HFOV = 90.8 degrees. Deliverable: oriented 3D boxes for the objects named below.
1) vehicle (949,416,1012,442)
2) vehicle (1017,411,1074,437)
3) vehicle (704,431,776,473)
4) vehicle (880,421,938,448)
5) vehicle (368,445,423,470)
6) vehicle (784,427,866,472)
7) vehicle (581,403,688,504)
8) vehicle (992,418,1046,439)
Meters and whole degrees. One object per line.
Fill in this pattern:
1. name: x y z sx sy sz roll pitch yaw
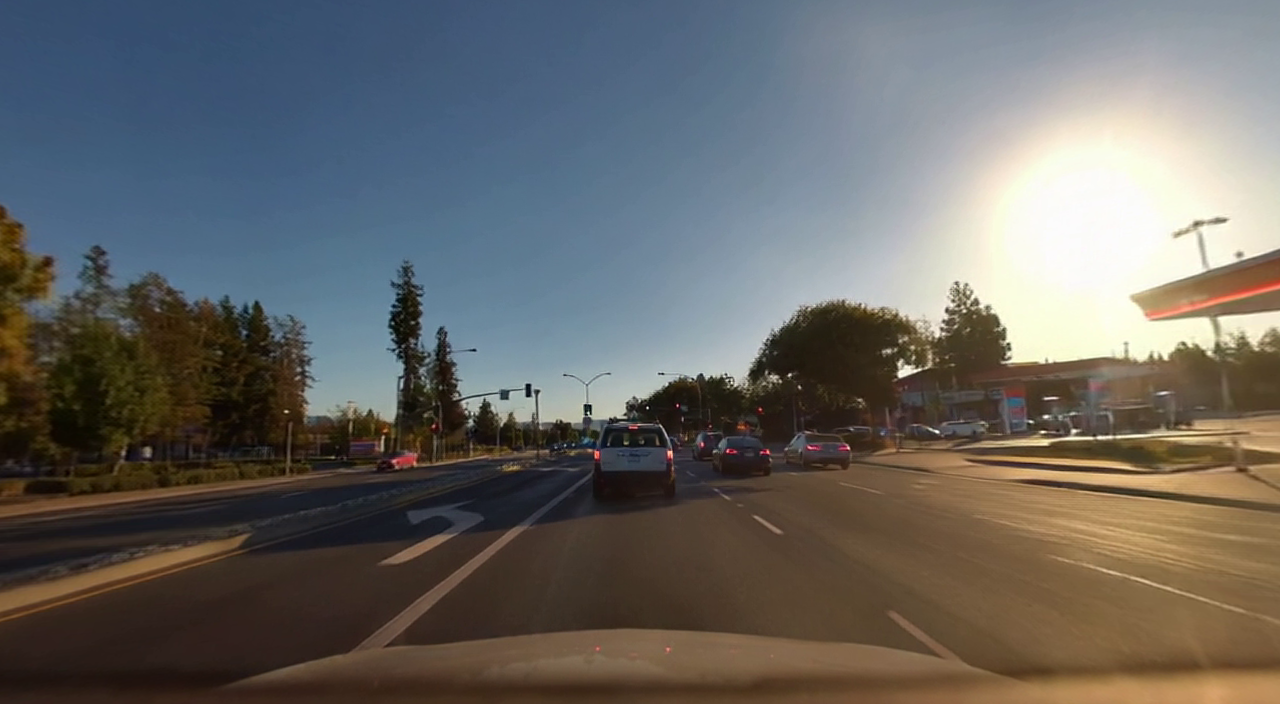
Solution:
1. vehicle: 25.379 5.828 47.226 2.107 1.806 4.410 0 -8 -2
2. vehicle: 30.627 5.497 47.856 1.769 1.782 4.068 0 -9 3
3. vehicle: 3.716 3.827 24.365 1.940 1.474 4.234 0 -8 -2
4. vehicle: 19.949 6.128 47.064 1.929 1.763 5.190 -3 -8 0
5. vehicle: -16.813 7.245 43.687 1.942 1.479 4.765 -4 -8 -1
6. vehicle: 6.991 3.731 24.318 1.793 1.585 4.130 0 -8 -2
7. vehicle: -0.123 2.305 14.637 2.038 1.917 4.900 0 -8 0
8. vehicle: 27.850 5.678 46.529 1.709 1.423 3.660 0 -8 0
